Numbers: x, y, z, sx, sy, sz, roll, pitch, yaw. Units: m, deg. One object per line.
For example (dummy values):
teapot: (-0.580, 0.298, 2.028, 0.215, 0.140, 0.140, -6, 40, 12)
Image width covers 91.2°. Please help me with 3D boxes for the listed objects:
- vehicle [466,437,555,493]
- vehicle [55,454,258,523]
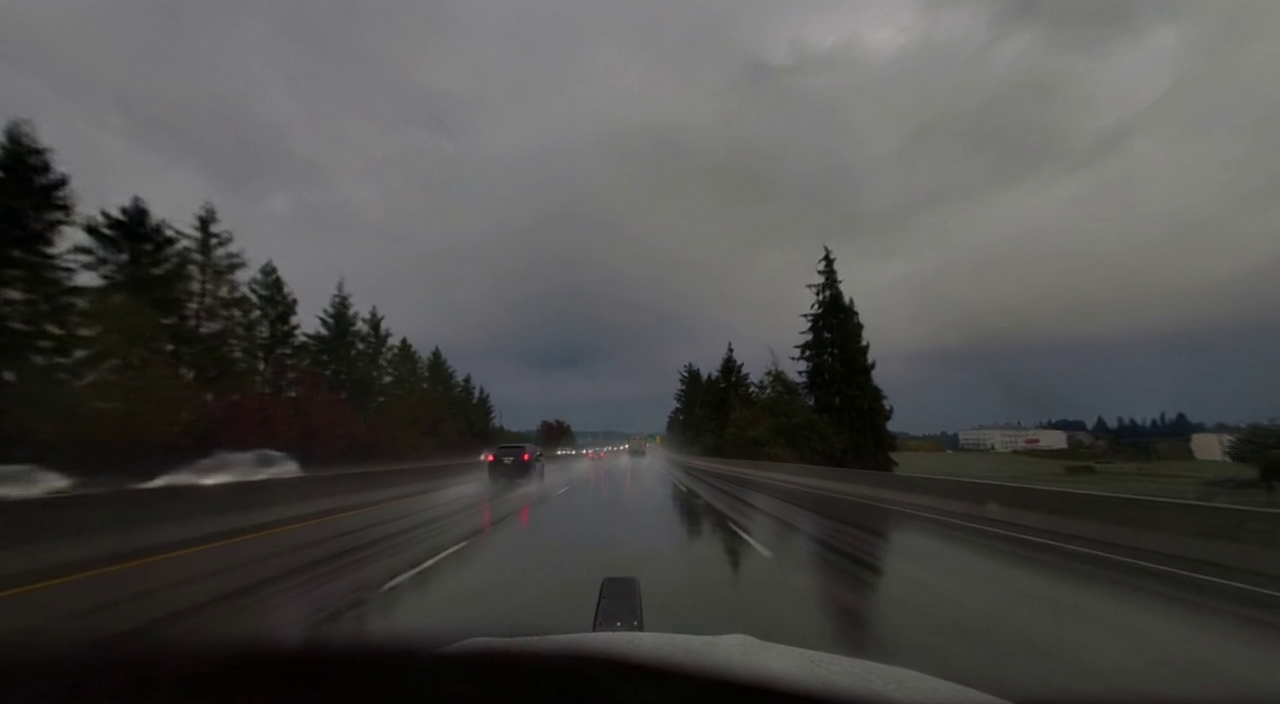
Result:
vehicle: (-4.291, 3.821, 21.561, 2.151, 1.693, 4.201, 0, -9, 0)
vehicle: (-12.622, 3.538, 16.828, 1.974, 1.526, 4.335, 0, -9, 0)
